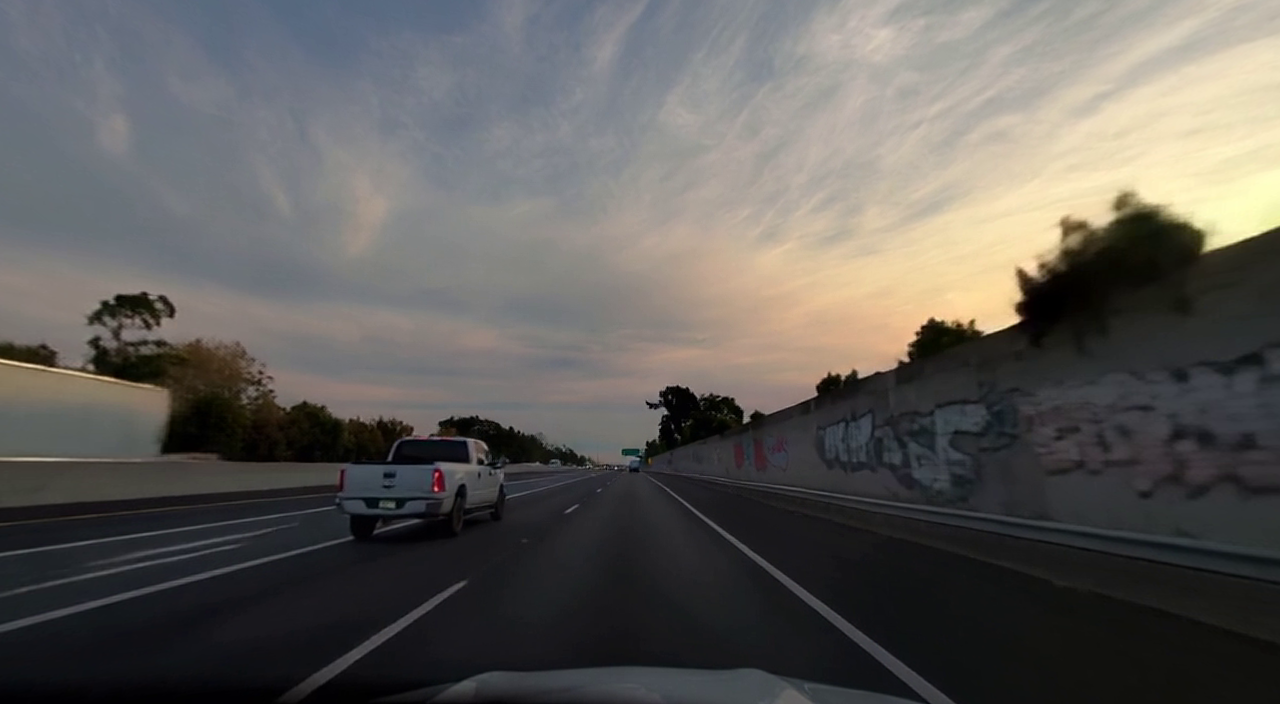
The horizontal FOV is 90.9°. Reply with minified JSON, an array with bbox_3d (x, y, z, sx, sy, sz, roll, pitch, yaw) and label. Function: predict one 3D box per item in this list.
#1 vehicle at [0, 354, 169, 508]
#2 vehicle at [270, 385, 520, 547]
[{"bbox_3d":[-17.634,1.844,15.194,2.927,3.827,12.466,1,-11,-1],"label":"vehicle"},{"bbox_3d":[-4.306,2.285,12.696,2.597,2.434,6.020,1,-10,0],"label":"vehicle"}]
